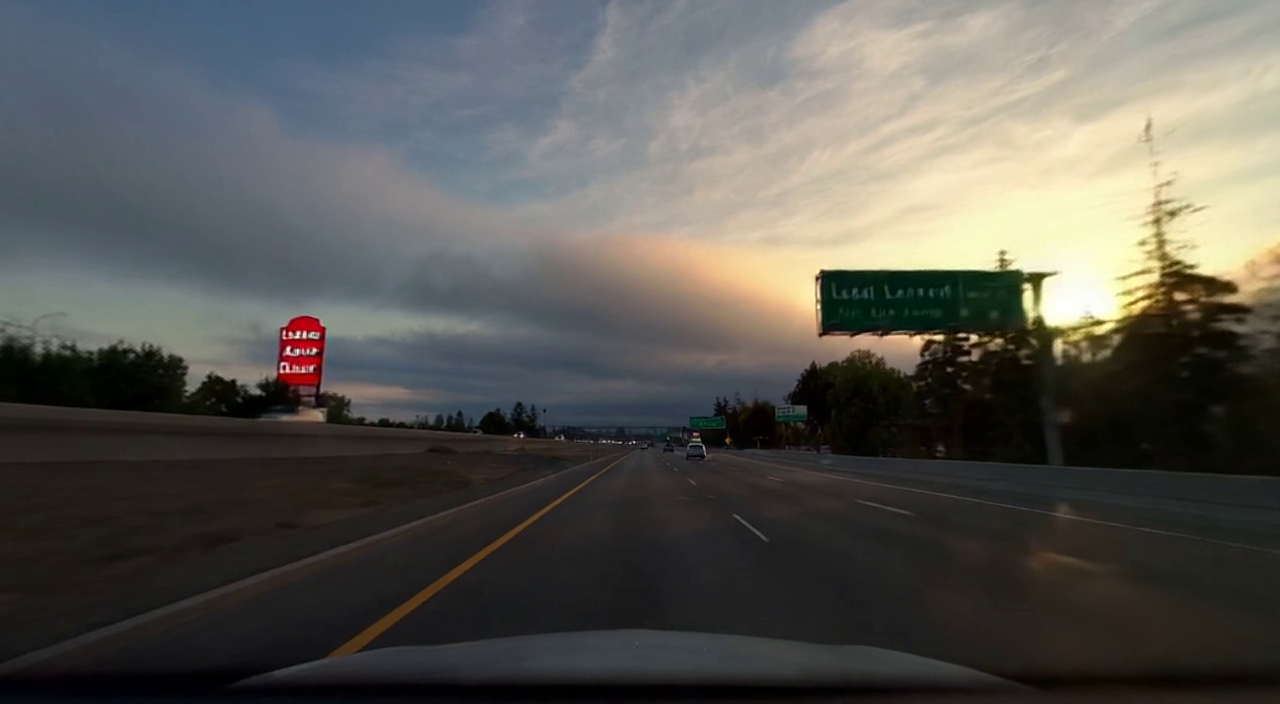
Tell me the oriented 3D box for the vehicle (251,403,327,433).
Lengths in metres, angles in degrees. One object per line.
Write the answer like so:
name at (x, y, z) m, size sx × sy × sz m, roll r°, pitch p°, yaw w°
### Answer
vehicle at (-20.846, 4.005, 37.709) m, size 1.865 × 1.546 × 4.501 m, roll 0°, pitch -8°, yaw 1°
